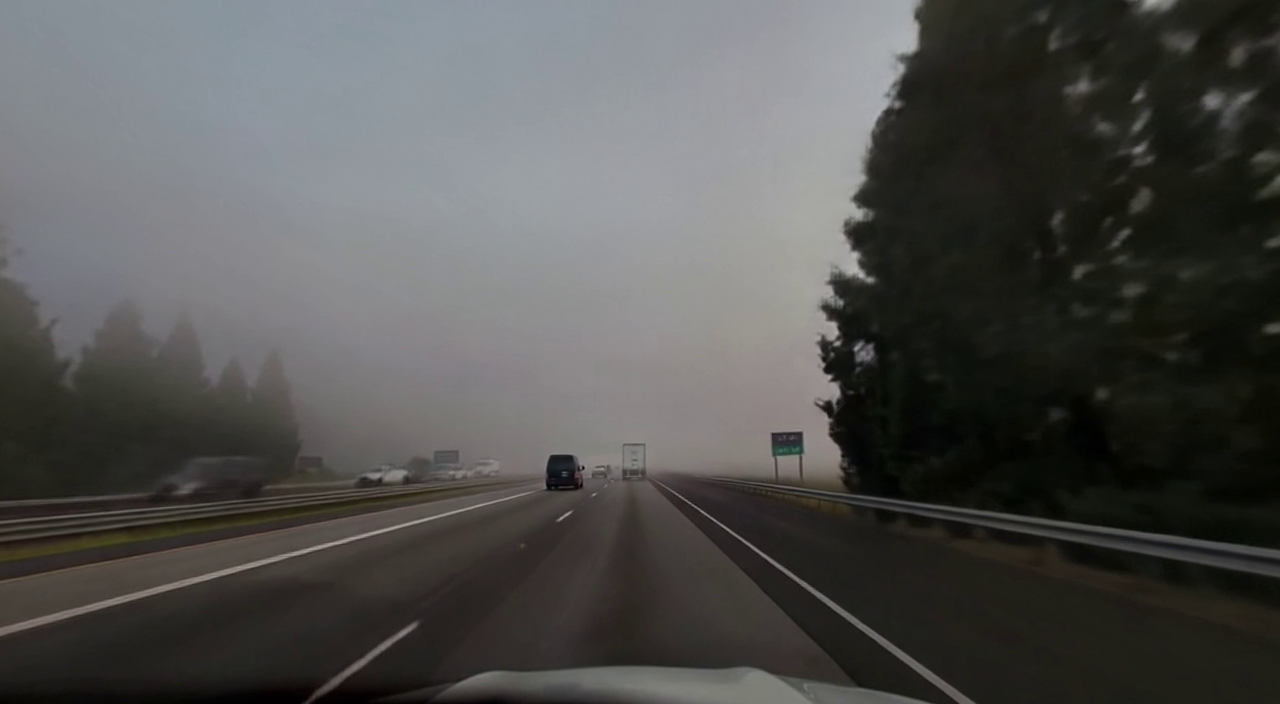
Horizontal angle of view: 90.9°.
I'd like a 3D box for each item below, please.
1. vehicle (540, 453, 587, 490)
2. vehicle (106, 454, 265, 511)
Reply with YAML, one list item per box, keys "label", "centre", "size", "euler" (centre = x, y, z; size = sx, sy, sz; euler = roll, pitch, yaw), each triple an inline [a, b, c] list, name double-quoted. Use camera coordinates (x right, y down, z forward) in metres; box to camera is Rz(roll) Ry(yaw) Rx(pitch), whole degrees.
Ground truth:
- label: "vehicle"
  centre: [-4.420, 7.041, 37.182]
  size: [2.208, 1.973, 4.716]
  euler: [1, -10, 0]
- label: "vehicle"
  centre: [-17.074, 4.944, 24.122]
  size: [2.138, 1.883, 5.217]
  euler: [1, -10, 0]
